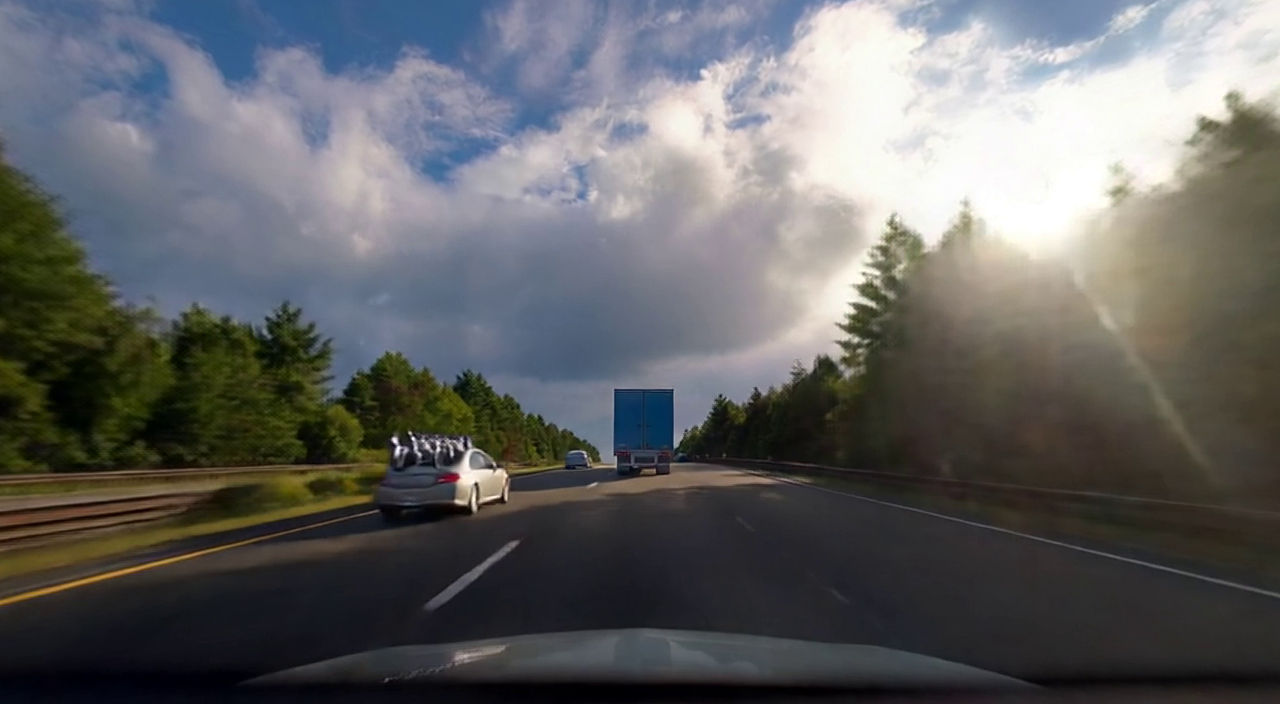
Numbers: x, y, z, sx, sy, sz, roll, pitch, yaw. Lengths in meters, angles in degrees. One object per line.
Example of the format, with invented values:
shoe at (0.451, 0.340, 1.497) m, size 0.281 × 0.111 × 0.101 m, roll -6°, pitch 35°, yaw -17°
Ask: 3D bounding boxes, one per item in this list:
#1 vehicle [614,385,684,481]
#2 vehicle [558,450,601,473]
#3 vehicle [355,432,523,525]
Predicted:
vehicle at (0.451, 3.952, 29.989) m, size 2.821 × 3.878 × 8.925 m, roll 0°, pitch -9°, yaw 1°
vehicle at (-3.840, 7.065, 40.822) m, size 2.133 × 1.358 × 4.870 m, roll 0°, pitch -9°, yaw 2°
vehicle at (-4.031, 2.624, 13.630) m, size 2.018 × 1.632 × 4.722 m, roll 0°, pitch -9°, yaw 1°
